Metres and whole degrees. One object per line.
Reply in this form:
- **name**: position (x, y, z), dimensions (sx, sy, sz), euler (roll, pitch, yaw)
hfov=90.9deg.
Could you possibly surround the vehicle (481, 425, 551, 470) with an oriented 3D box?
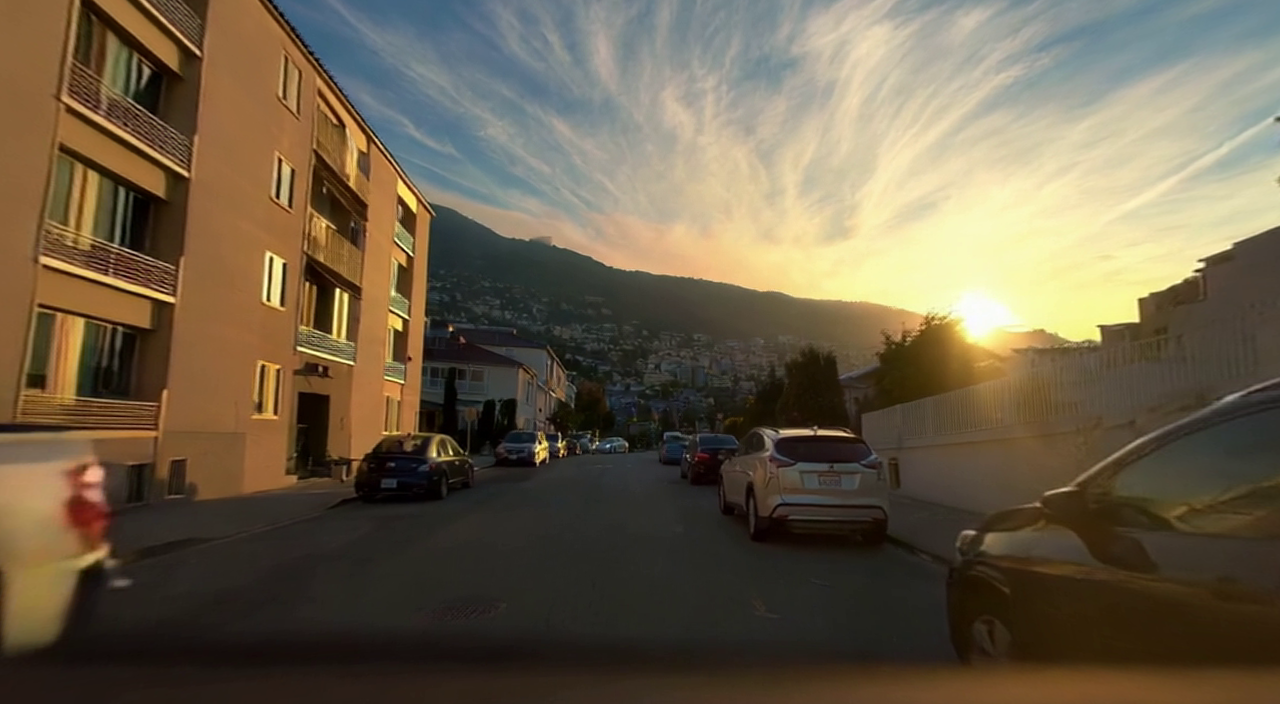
- **vehicle**: position (-4.884, 3.852, 25.370), dimensions (1.942, 1.521, 3.761), euler (5, -9, 0)

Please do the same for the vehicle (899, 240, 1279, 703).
- **vehicle**: position (2.255, 0.607, 1.055), dimensions (1.897, 1.717, 4.028), euler (0, -8, 0)

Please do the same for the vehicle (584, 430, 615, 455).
- **vehicle**: position (-2.562, 5.843, 40.695), dimensions (1.845, 1.544, 3.388), euler (0, -8, -1)

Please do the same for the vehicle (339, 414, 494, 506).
- **vehicle**: position (-4.564, 2.322, 13.677), dimensions (1.883, 1.499, 4.426), euler (6, -10, -3)

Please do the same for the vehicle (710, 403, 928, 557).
- **vehicle**: position (2.194, 1.676, 8.945), dimensions (1.839, 1.678, 3.918), euler (0, -8, -2)
